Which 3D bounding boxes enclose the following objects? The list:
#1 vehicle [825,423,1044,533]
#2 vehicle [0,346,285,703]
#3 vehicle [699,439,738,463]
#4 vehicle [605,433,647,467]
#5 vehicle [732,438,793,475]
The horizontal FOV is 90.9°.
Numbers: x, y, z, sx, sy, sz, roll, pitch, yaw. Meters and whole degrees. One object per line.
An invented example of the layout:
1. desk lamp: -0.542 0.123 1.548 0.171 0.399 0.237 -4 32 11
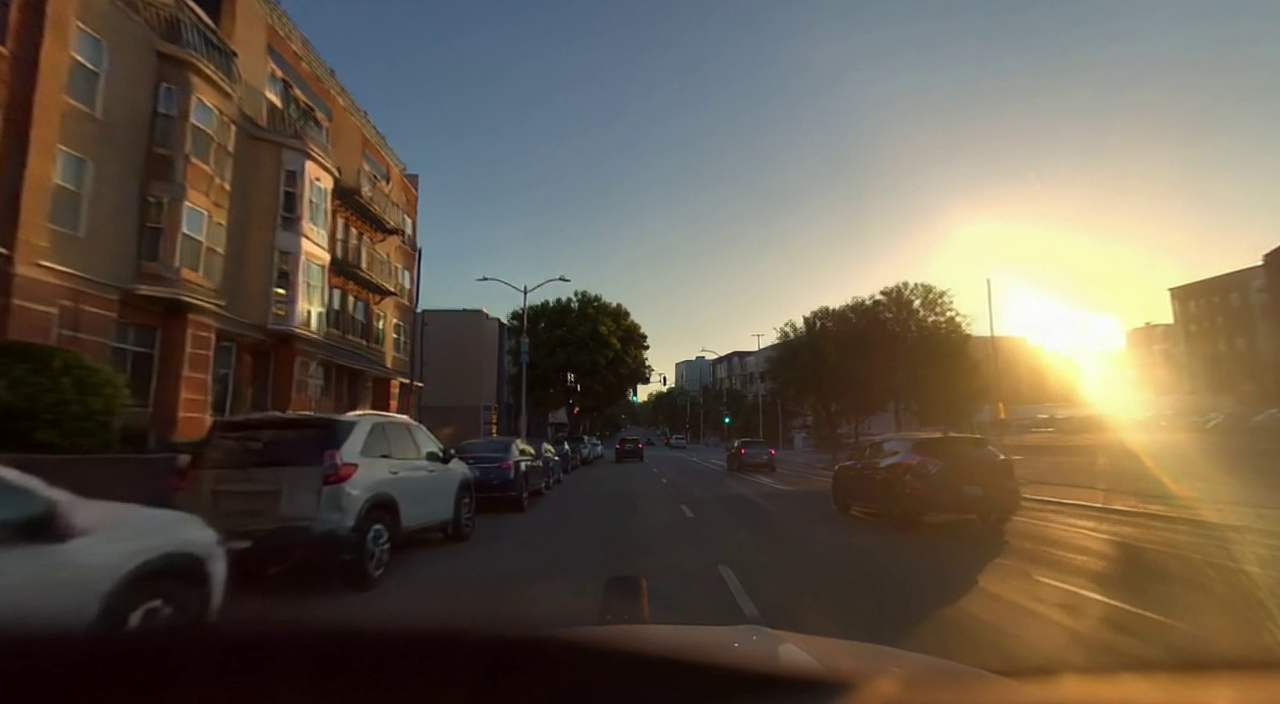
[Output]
1. vehicle: 4.949 2.158 11.391 1.891 1.599 4.173 0 -8 0
2. vehicle: -3.277 0.741 1.693 1.951 1.671 4.615 0 -8 0
3. vehicle: 5.149 6.548 41.829 1.917 1.467 4.452 0 -8 -1
4. vehicle: -0.715 5.211 33.650 2.122 1.689 3.885 0 -8 0
5. vehicle: 5.151 4.418 26.909 1.799 1.463 3.464 0 -8 -2
